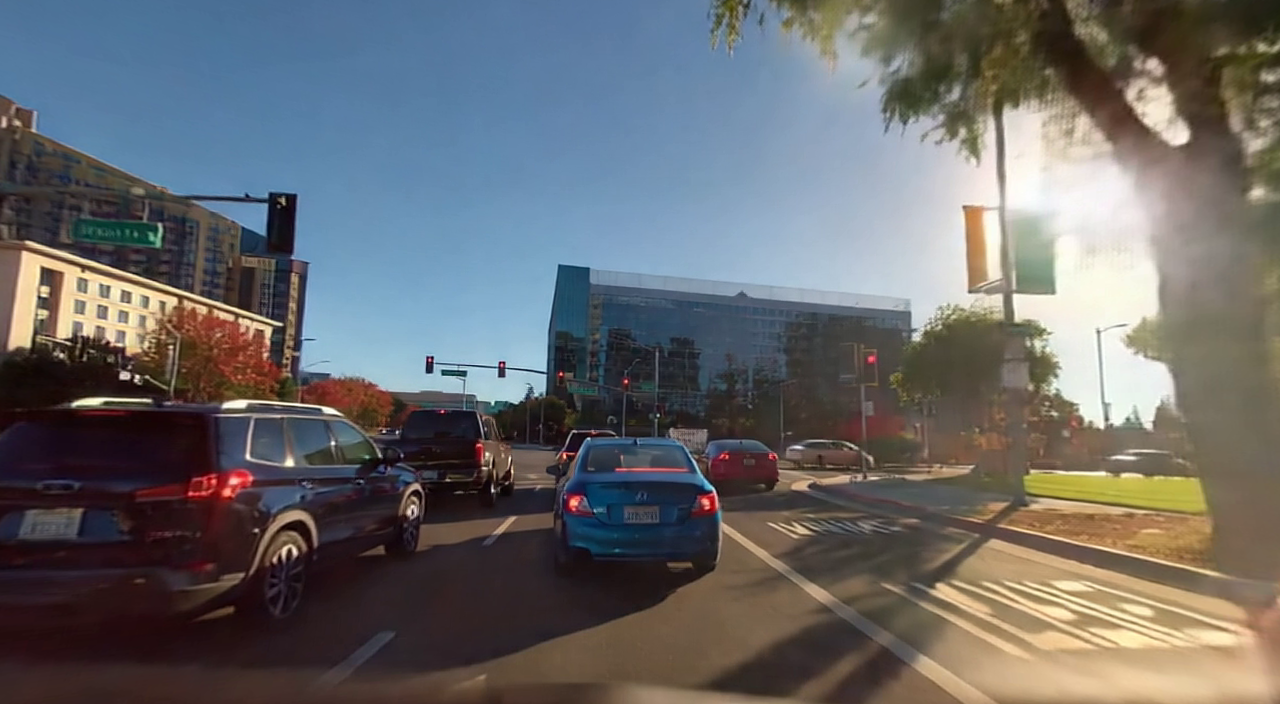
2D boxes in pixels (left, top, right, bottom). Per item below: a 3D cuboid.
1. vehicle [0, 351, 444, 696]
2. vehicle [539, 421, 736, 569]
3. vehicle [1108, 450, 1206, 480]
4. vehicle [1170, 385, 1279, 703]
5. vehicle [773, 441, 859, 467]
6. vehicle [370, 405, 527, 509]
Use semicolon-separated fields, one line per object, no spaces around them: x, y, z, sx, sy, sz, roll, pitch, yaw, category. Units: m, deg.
-3.267;1.179;5.441;1.924;1.737;4.387;0;-8;-3;vehicle
-0.169;1.778;8.703;2.001;1.483;4.442;0;-8;-4;vehicle
32.456;7.081;39.762;4.394;1.802;1.924;0;-8;1;vehicle
3.315;0.588;0.246;2.100;1.524;4.746;0;-8;0;vehicle
10.721;6.212;38.674;4.609;1.513;1.861;1;-9;-7;vehicle
-4.178;2.433;15.007;2.305;1.984;5.586;0;-8;-4;vehicle
